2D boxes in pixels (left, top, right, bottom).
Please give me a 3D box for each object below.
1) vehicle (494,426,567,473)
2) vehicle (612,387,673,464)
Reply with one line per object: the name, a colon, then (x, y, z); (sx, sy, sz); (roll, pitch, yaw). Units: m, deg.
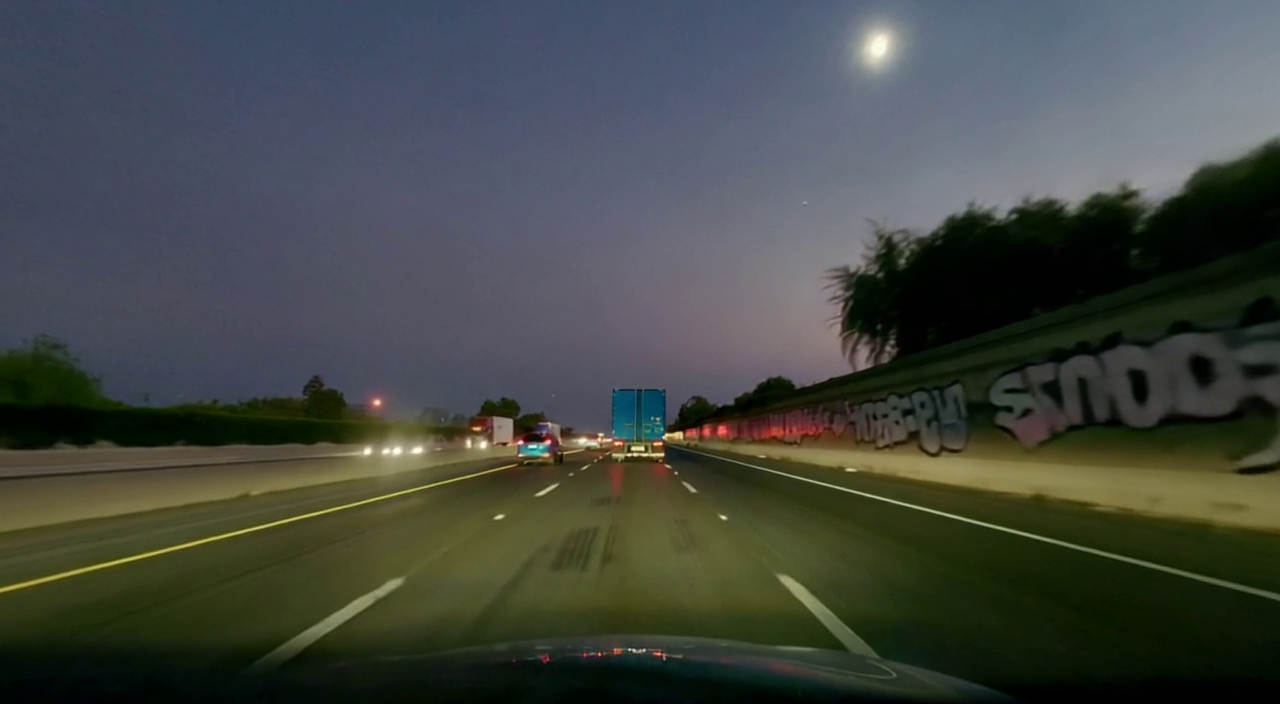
vehicle: (-4.172, 3.779, 24.665); (2.058, 1.645, 4.130); (0, -8, 0)
vehicle: (0.031, 4.141, 34.739); (2.927, 3.649, 9.443); (0, -8, -1)
